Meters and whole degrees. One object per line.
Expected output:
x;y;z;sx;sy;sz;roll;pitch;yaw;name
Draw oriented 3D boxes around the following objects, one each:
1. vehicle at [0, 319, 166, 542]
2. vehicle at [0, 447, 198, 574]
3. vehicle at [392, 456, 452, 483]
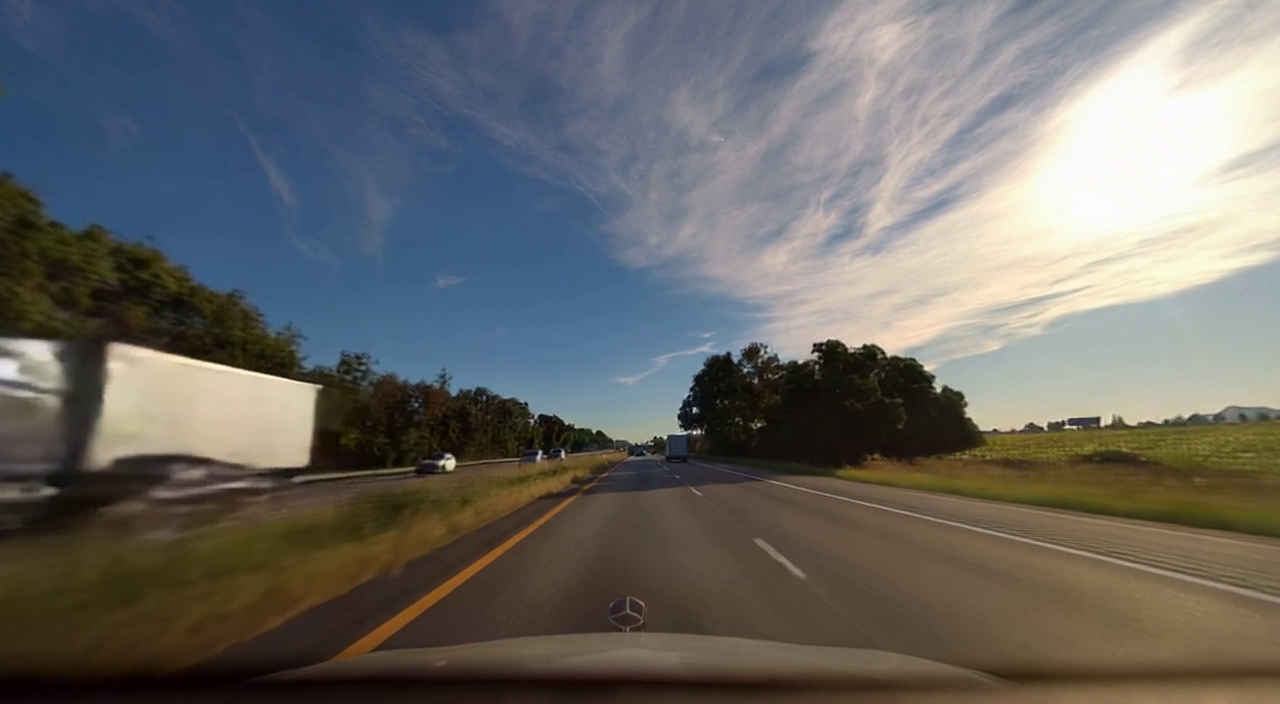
-12.916;1.489;11.728;3.047;3.925;6.286;0;-9;0;vehicle
-8.656;2.109;8.876;1.963;1.511;3.901;0;-9;0;vehicle
-12.983;7.013;37.873;1.988;1.501;4.676;0;-9;0;vehicle
